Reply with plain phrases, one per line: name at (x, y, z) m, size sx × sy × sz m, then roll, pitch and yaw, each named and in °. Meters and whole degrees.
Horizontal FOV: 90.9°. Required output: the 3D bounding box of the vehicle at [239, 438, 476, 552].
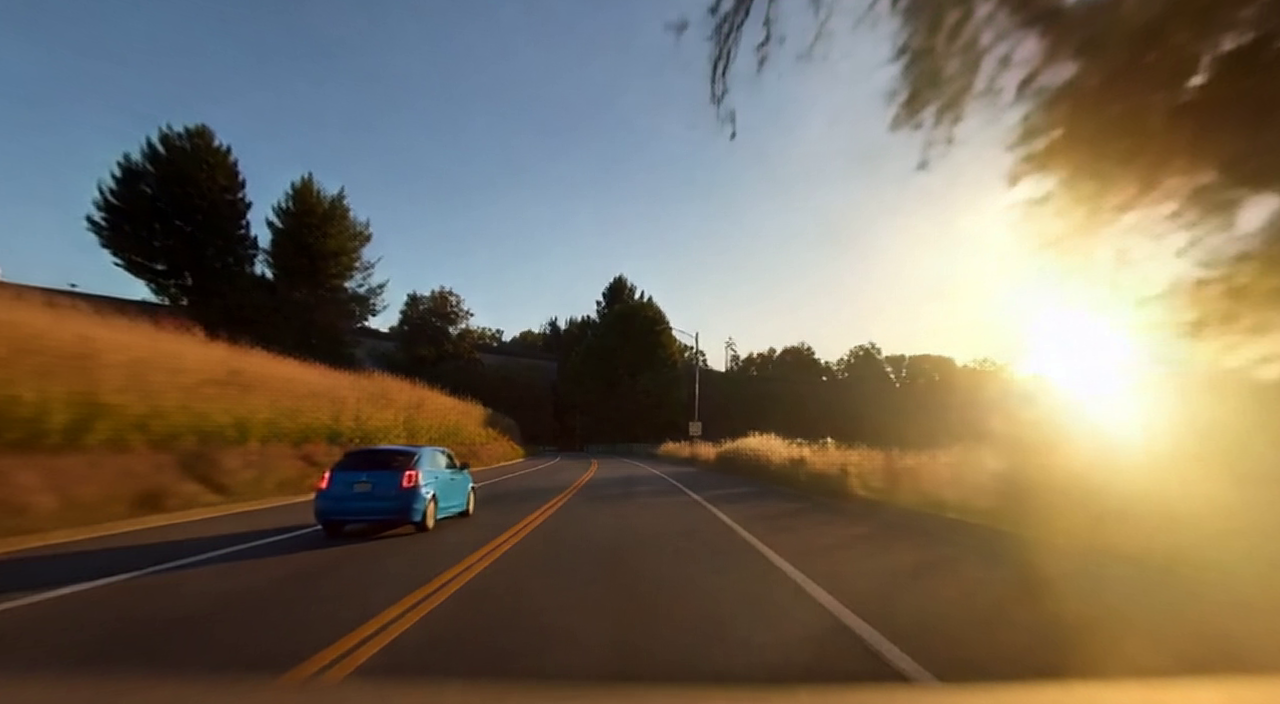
vehicle at (-4.387, 2.264, 10.743) m, size 1.968 × 1.503 × 4.443 m, roll 0°, pitch -9°, yaw 0°
